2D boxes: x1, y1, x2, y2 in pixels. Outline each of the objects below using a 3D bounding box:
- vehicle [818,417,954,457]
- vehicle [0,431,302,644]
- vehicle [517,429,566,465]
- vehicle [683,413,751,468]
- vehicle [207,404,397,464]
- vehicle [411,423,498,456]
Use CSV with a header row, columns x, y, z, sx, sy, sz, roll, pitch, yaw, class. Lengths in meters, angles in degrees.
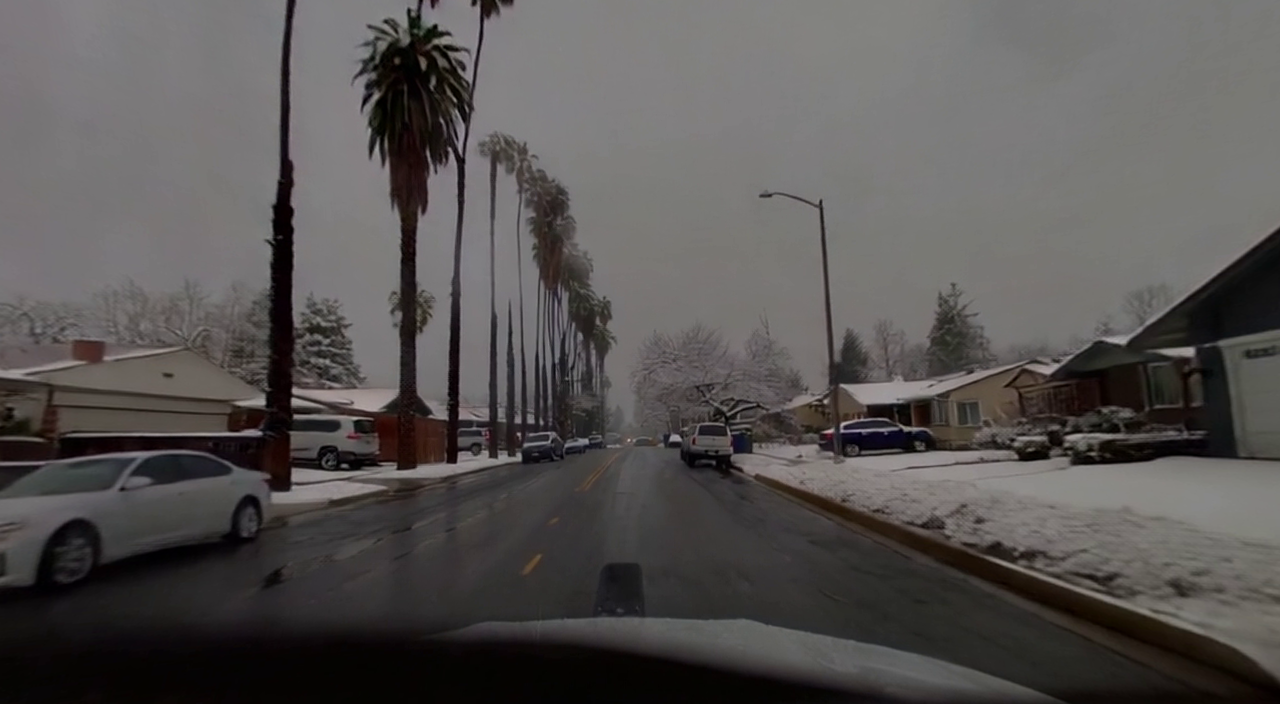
x,y,z,sx,sy,sz,roll,pitch,yaw,class
9.713,3.395,25.239,4.643,1.520,1.826,-1,-8,2,vehicle
-5.609,1.582,6.432,1.949,1.511,4.466,0,-7,-1,vehicle
-5.393,5.226,35.305,2.147,1.823,4.725,-1,-7,-2,vehicle
3.053,3.718,26.433,2.184,2.038,6.212,0,-8,1,vehicle
-11.773,2.919,22.375,5.340,1.948,2.398,0,-8,0,vehicle
-11.952,5.668,41.021,4.991,1.947,2.329,-1,-8,-2,vehicle
